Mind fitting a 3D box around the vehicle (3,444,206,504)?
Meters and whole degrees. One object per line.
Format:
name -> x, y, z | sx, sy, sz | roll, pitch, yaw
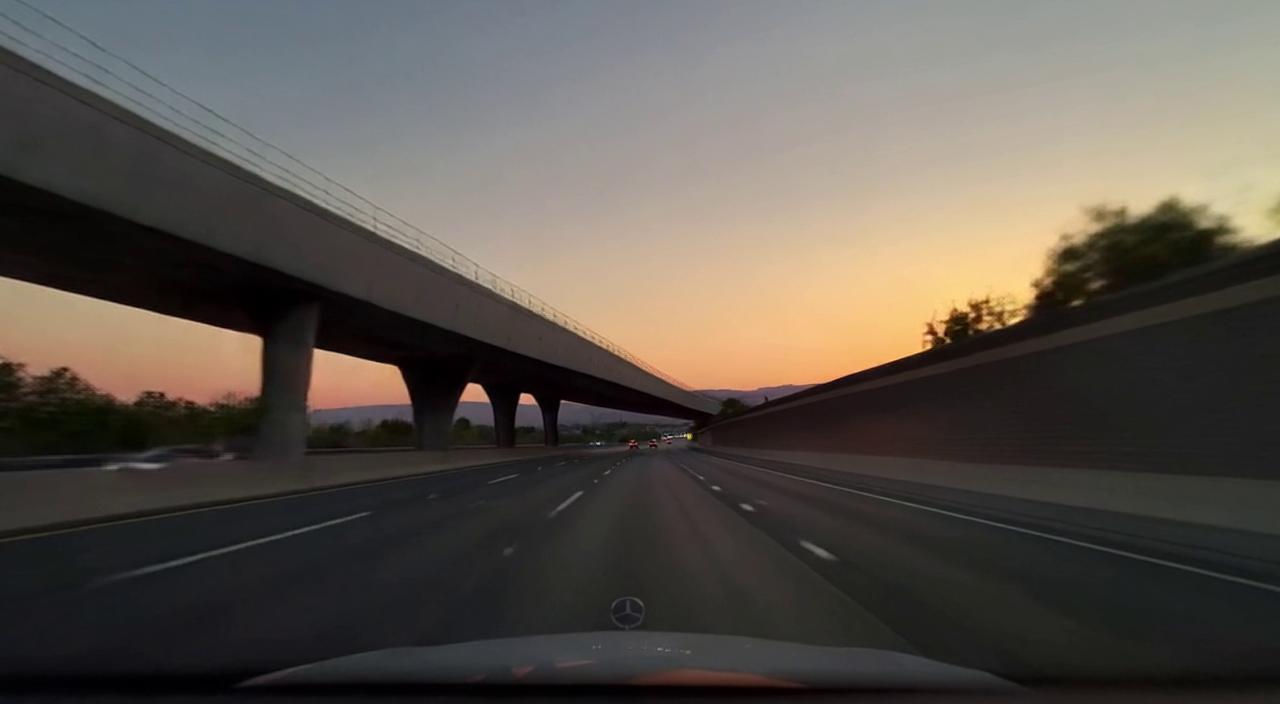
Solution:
vehicle -> -15.752, 3.554, 18.940 | 1.969, 1.565, 4.592 | 0, -8, 1
